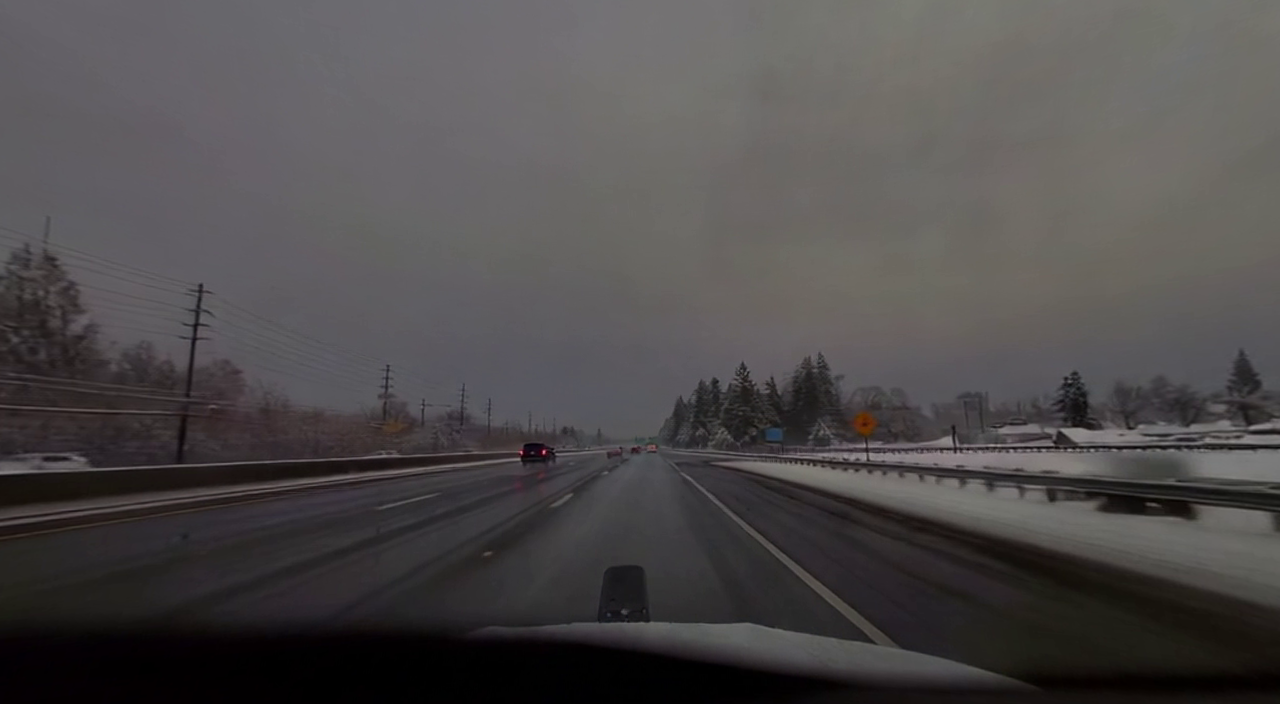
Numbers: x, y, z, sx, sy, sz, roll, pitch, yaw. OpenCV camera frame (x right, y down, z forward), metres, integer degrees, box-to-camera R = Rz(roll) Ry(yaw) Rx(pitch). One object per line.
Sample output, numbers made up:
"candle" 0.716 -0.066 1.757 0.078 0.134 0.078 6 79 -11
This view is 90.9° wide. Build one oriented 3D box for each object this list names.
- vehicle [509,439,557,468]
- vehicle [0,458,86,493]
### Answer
"vehicle" -6.760 6.472 40.382 2.118 1.696 4.836 0 -9 2
"vehicle" -29.823 5.908 30.408 1.811 1.479 4.751 0 -9 1
